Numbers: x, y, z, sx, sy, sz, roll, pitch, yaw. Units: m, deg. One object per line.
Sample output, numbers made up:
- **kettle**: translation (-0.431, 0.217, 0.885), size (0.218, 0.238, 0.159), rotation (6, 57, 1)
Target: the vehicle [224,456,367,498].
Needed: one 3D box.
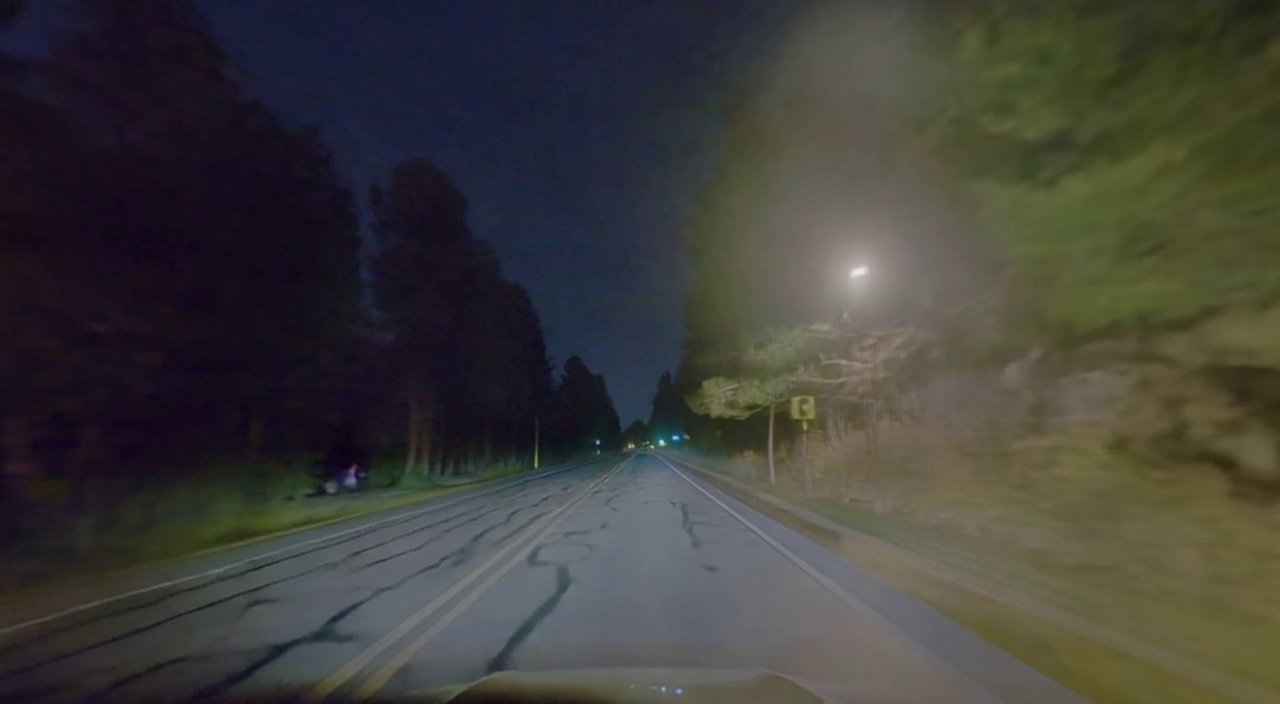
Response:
- **vehicle**: translation (-12.769, 4.642, 23.585), size (4.266, 1.425, 1.759), rotation (0, -9, -3)
